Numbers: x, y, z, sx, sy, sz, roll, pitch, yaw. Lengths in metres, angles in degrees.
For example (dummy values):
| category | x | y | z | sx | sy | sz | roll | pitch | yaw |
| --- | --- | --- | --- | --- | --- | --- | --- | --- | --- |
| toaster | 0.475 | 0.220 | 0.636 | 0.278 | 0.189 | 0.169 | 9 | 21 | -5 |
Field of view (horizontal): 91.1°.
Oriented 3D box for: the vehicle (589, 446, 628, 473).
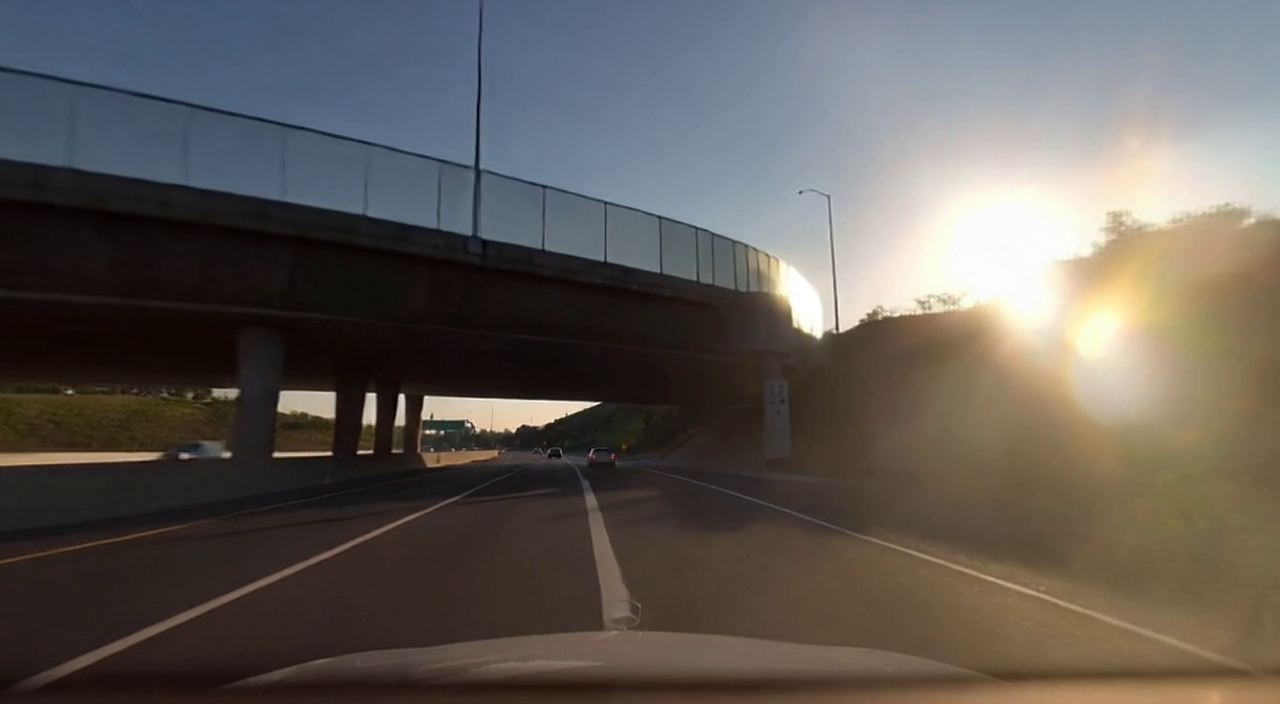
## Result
| category | x | y | z | sx | sy | sz | roll | pitch | yaw |
| --- | --- | --- | --- | --- | --- | --- | --- | --- | --- |
| vehicle | -1.923 | 6.330 | 37.232 | 2.140 | 1.455 | 4.135 | 0 | -9 | -5 |

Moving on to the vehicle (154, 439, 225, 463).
| category | x | y | z | sx | sy | sz | roll | pitch | yaw |
| --- | --- | --- | --- | --- | --- | --- | --- | --- | --- |
| vehicle | -27.852 | 6.159 | 39.023 | 1.848 | 1.408 | 3.953 | 1 | -9 | -7 |
